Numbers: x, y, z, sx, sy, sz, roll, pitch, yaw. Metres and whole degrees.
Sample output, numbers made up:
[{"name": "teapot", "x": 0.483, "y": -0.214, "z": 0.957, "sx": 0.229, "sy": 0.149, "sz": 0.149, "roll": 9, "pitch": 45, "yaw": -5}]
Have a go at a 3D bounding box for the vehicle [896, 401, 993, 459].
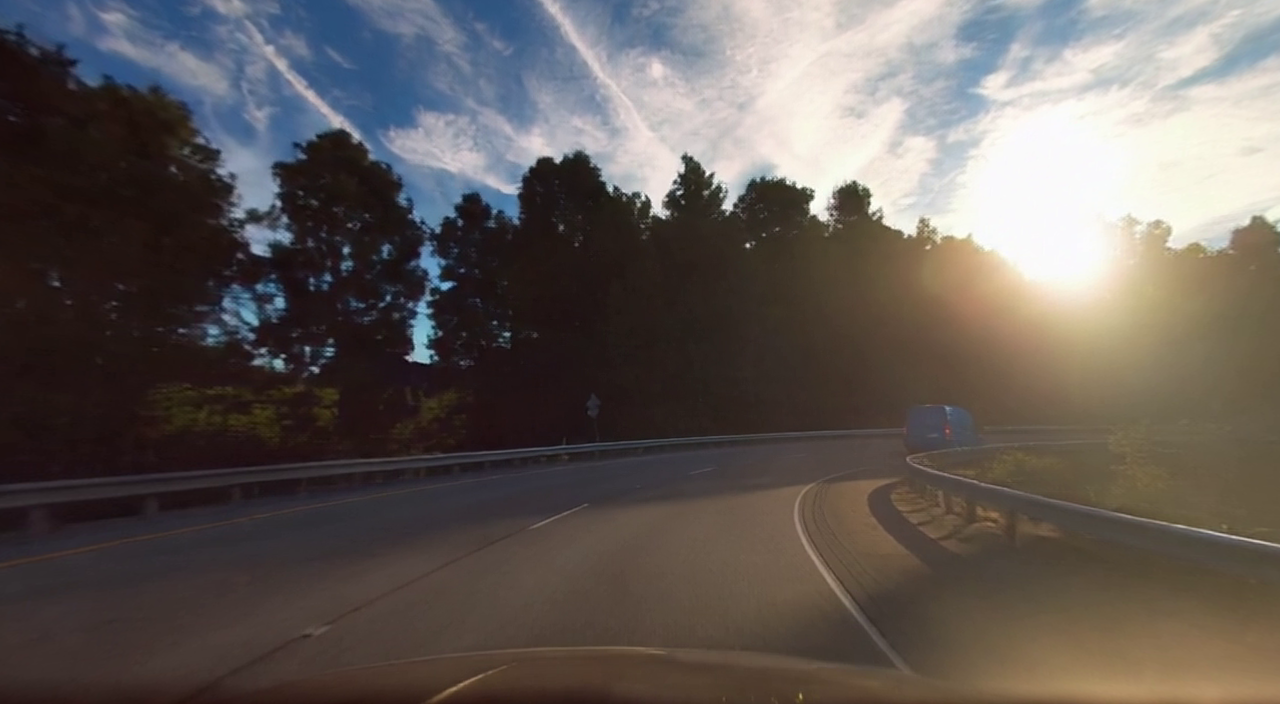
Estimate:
[{"name": "vehicle", "x": 14.937, "y": 3.821, "z": 30.780, "sx": 5.330, "sy": 2.577, "sz": 2.352, "roll": 7, "pitch": -11, "yaw": -43}]
